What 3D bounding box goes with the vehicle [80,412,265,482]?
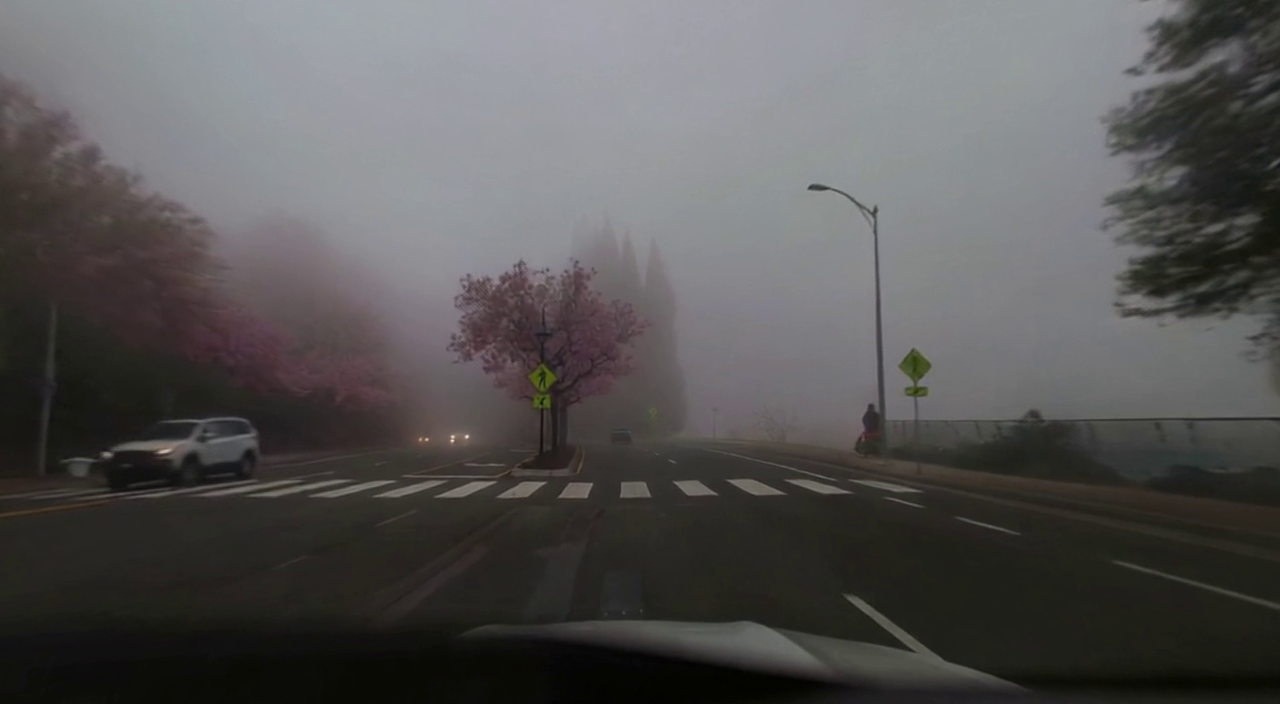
[{"bbox_3d":[-14.605,3.030,20.132,2.182,1.933,4.940,1,-8,-2],"label":"vehicle"}]
